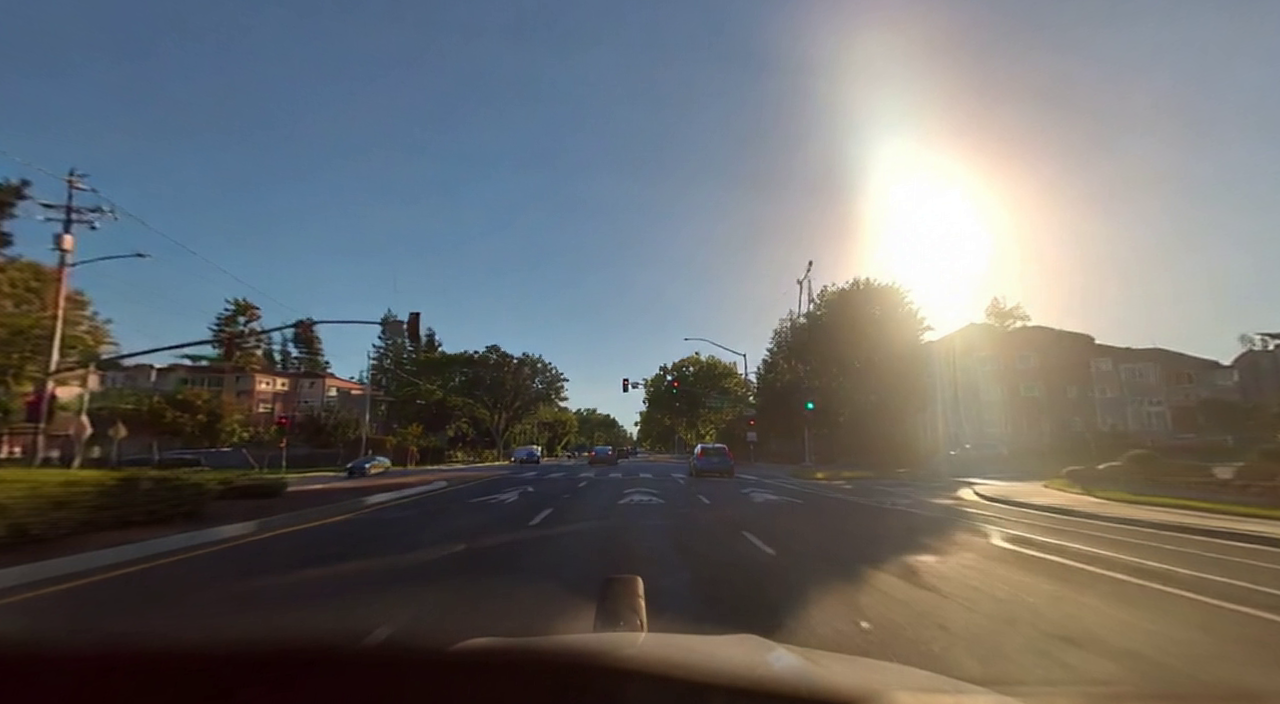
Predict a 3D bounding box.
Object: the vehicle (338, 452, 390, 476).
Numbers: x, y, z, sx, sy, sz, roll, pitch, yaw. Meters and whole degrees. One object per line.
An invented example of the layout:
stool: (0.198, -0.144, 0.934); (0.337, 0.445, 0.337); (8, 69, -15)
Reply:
vehicle: (-21.167, 8.546, 48.629); (1.913, 1.700, 4.359); (0, -8, 1)

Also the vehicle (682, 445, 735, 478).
vehicle: (3.297, 5.374, 31.393); (2.068, 1.497, 4.247); (0, -8, -1)
